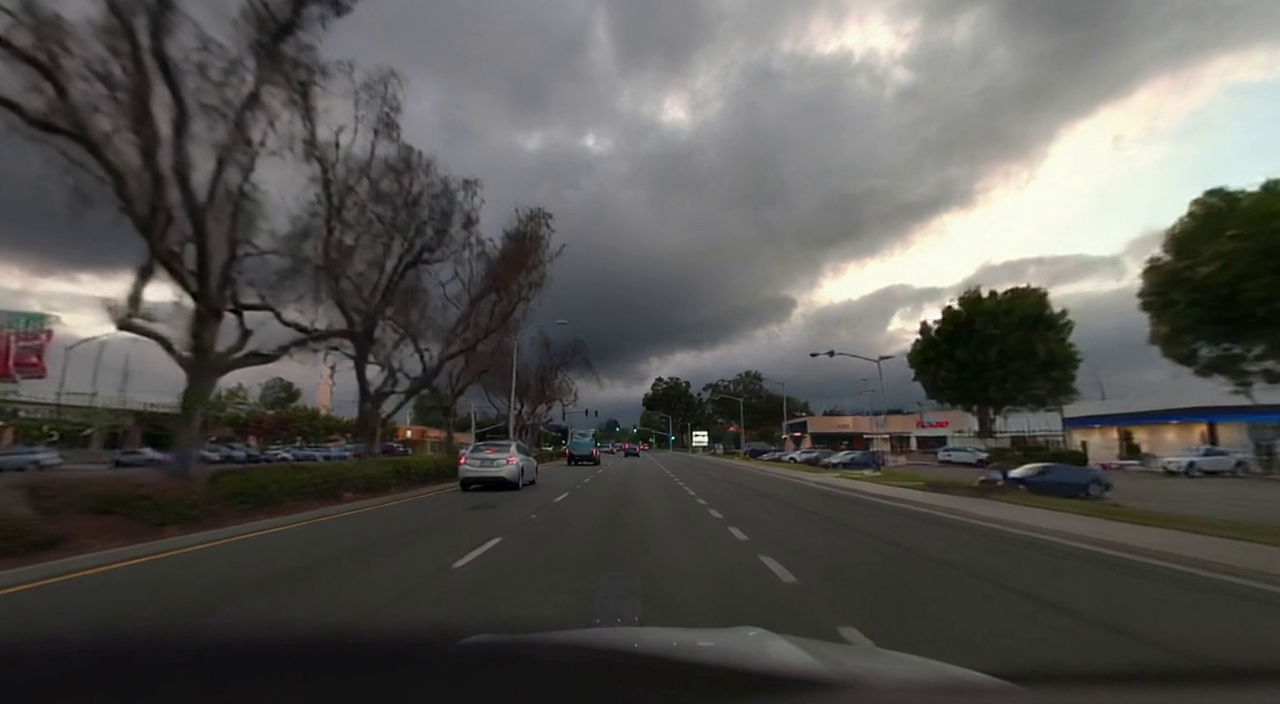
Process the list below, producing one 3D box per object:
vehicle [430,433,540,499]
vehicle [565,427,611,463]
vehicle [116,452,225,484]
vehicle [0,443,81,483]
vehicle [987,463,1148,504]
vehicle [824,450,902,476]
[{"bbox_3d":[-4.309,3.241,18.316,2.109,1.672,4.256,0,-9,0],"label":"vehicle"},{"bbox_3d":[-3.828,7.087,47.835,2.917,2.524,6.990,0,-9,0],"label":"vehicle"},{"bbox_3d":[-22.999,5.667,31.100,1.885,1.428,4.638,0,-9,-1],"label":"vehicle"},{"bbox_3d":[-28.609,5.017,28.732,1.946,1.711,4.518,0,-9,0],"label":"vehicle"},{"bbox_3d":[16.487,5.080,24.483,4.723,1.466,2.085,0,-9,-1],"label":"vehicle"},{"bbox_3d":[16.752,8.335,47.480,5.041,1.803,2.182,-1,-9,1],"label":"vehicle"}]
